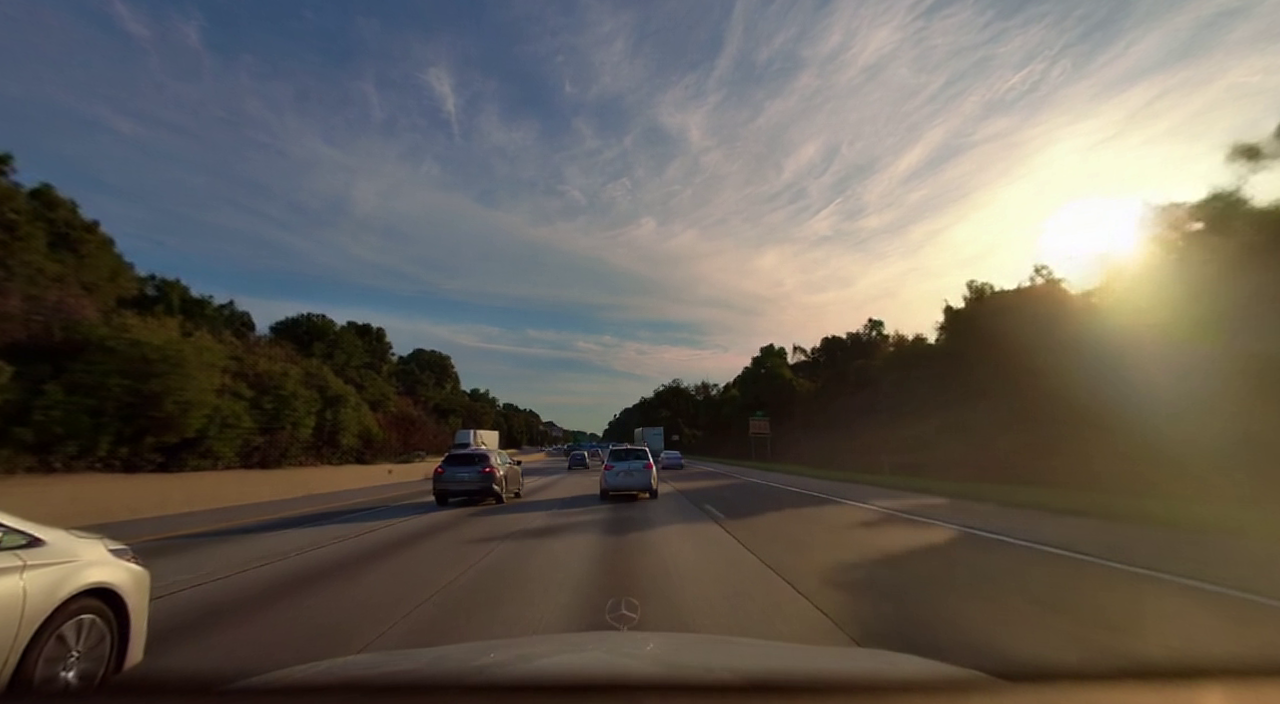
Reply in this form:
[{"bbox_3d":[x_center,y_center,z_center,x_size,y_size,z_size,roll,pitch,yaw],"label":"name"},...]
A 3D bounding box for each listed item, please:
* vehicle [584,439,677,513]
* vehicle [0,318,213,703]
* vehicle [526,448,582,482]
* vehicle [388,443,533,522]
[{"bbox_3d":[-0.209,2.960,15.379,1.996,1.574,3.426,0,-9,0],"label":"vehicle"},{"bbox_3d":[-3.958,0.614,1.566,2.243,1.889,4.949,0,-9,1],"label":"vehicle"},{"bbox_3d":[-4.018,5.368,30.257,1.999,1.484,4.269,0,-9,1],"label":"vehicle"},{"bbox_3d":[-3.830,2.856,14.385,1.988,1.501,4.438,0,-9,0],"label":"vehicle"}]
